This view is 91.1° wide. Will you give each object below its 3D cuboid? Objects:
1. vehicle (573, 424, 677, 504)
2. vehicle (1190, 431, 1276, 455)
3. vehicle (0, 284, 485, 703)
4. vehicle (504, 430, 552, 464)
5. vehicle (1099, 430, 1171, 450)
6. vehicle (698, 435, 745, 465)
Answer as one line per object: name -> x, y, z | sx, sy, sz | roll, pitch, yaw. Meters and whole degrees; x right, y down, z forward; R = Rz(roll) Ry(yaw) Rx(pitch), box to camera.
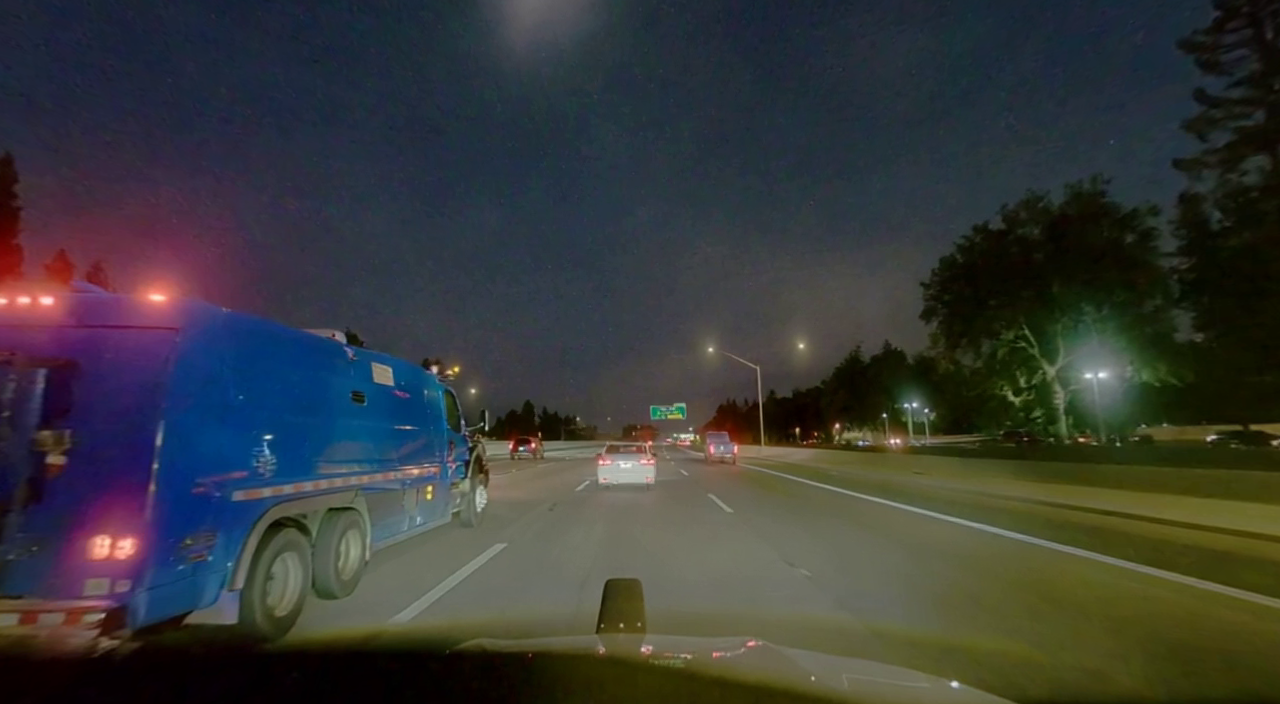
vehicle -> -0.255, 2.661, 15.328 | 2.165, 1.653, 4.456 | 0, -8, 1
vehicle -> 37.304, 5.730, 39.550 | 3.522, 1.413, 1.839 | 0, -8, 0
vehicle -> -3.463, 1.101, 5.978 | 2.526, 2.146, 5.594 | 0, -8, 0
vehicle -> -6.786, 5.830, 38.516 | 2.036, 1.958, 4.378 | 0, -8, 1
vehicle -> 37.599, 6.701, 47.718 | 3.931, 1.459, 1.792 | 0, -8, -1
vehicle -> 4.654, 5.680, 36.510 | 2.079, 1.656, 4.506 | 0, -8, 0
